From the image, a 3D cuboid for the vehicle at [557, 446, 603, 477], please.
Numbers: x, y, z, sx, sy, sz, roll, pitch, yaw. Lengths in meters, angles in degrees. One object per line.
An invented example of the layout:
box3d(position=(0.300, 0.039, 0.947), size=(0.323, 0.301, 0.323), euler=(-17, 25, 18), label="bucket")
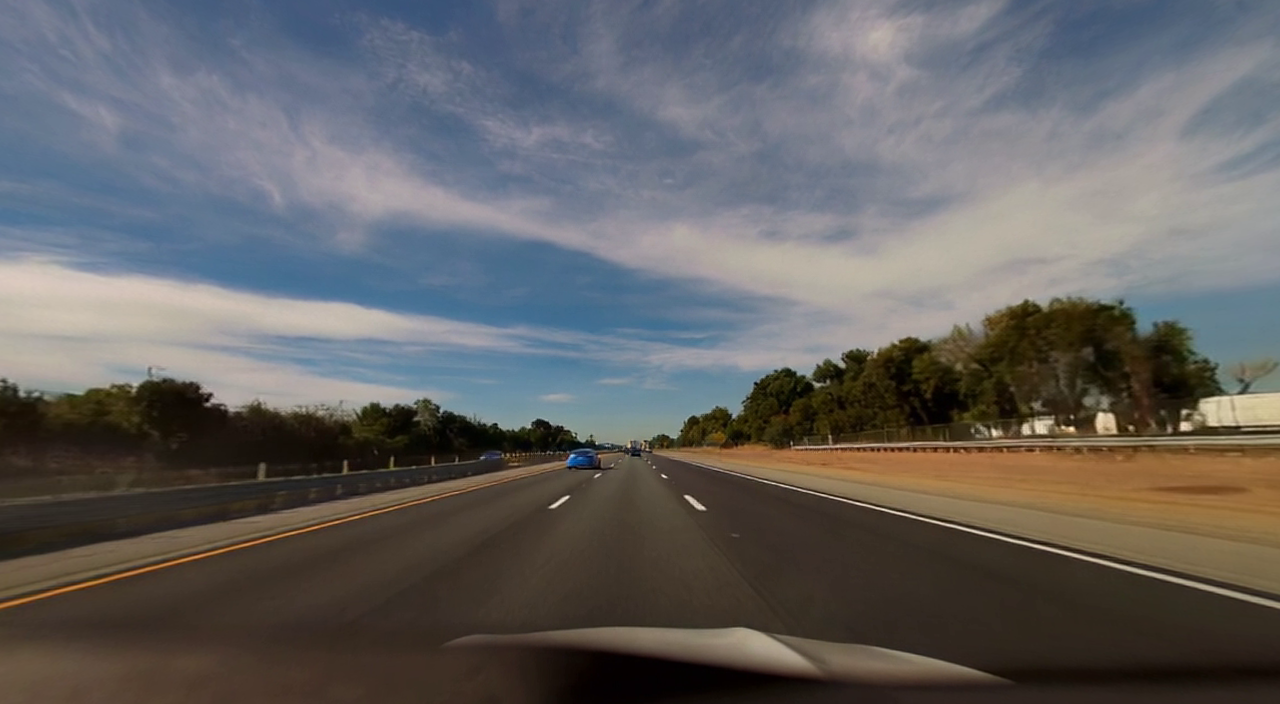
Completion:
box3d(position=(-3.249, 6.050, 34.934), size=(2.069, 1.573, 4.589), euler=(0, -9, 1), label="vehicle")
